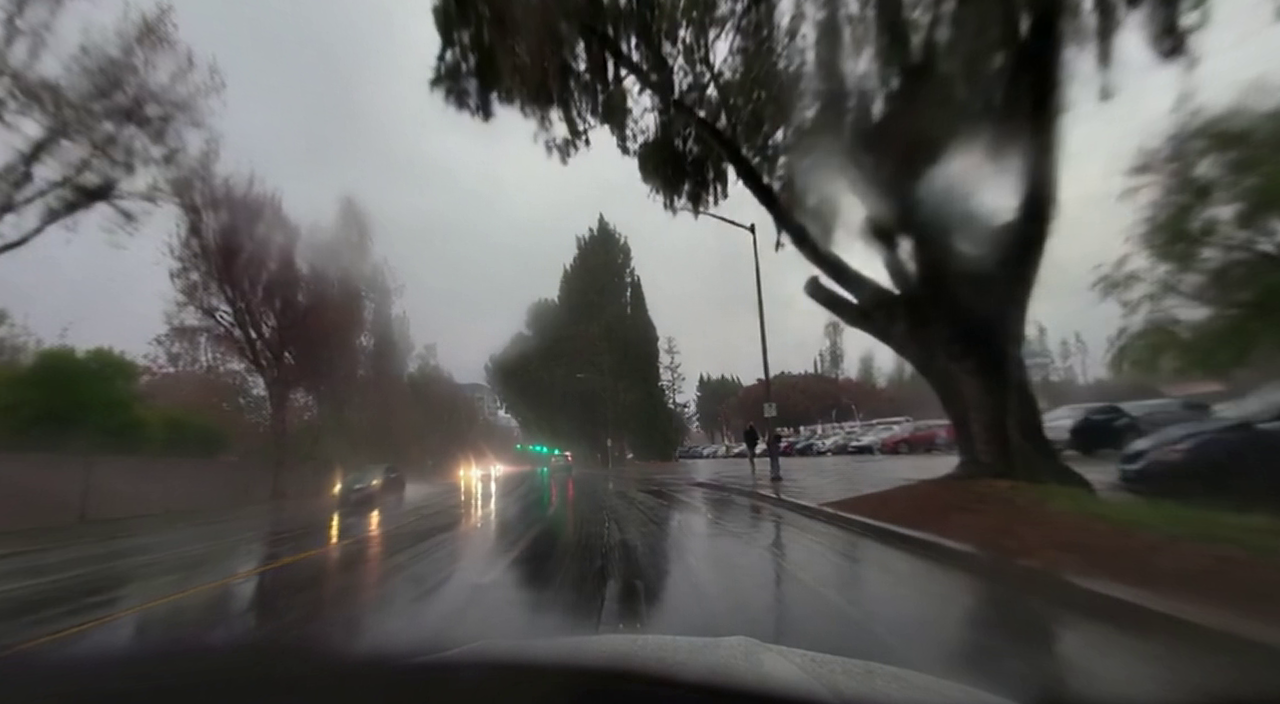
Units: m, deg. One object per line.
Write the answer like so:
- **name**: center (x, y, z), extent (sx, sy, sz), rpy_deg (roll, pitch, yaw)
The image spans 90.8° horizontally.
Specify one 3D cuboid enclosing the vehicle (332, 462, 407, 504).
- **vehicle**: center (-13.294, 6.421, 31.352), extent (2.150, 1.754, 4.667), rpy_deg (1, -8, -7)
